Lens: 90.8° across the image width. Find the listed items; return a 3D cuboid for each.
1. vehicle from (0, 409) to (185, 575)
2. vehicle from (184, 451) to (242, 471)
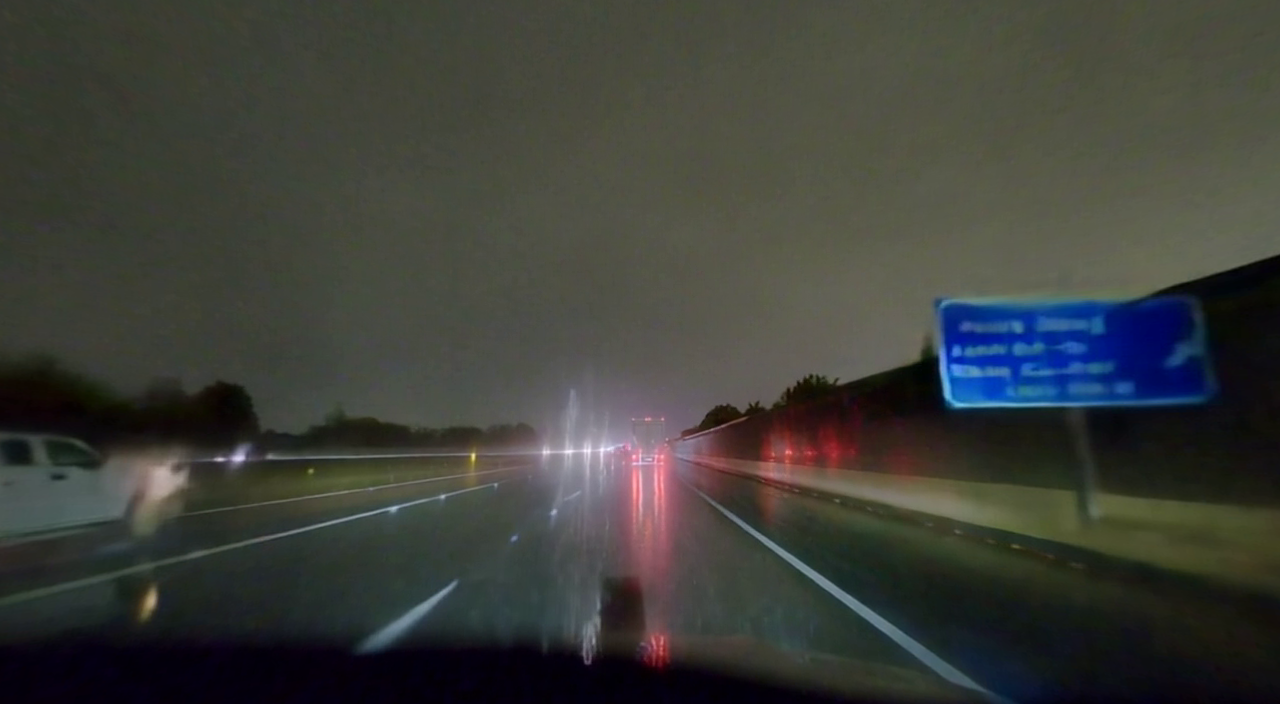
[{"bbox_3d":[-7.579,1.458,6.578,2.067,1.676,4.789,0,-9,0],"label":"vehicle"},{"bbox_3d":[-32.702,8.350,48.467,1.731,1.433,3.752,-1,-9,2],"label":"vehicle"}]
